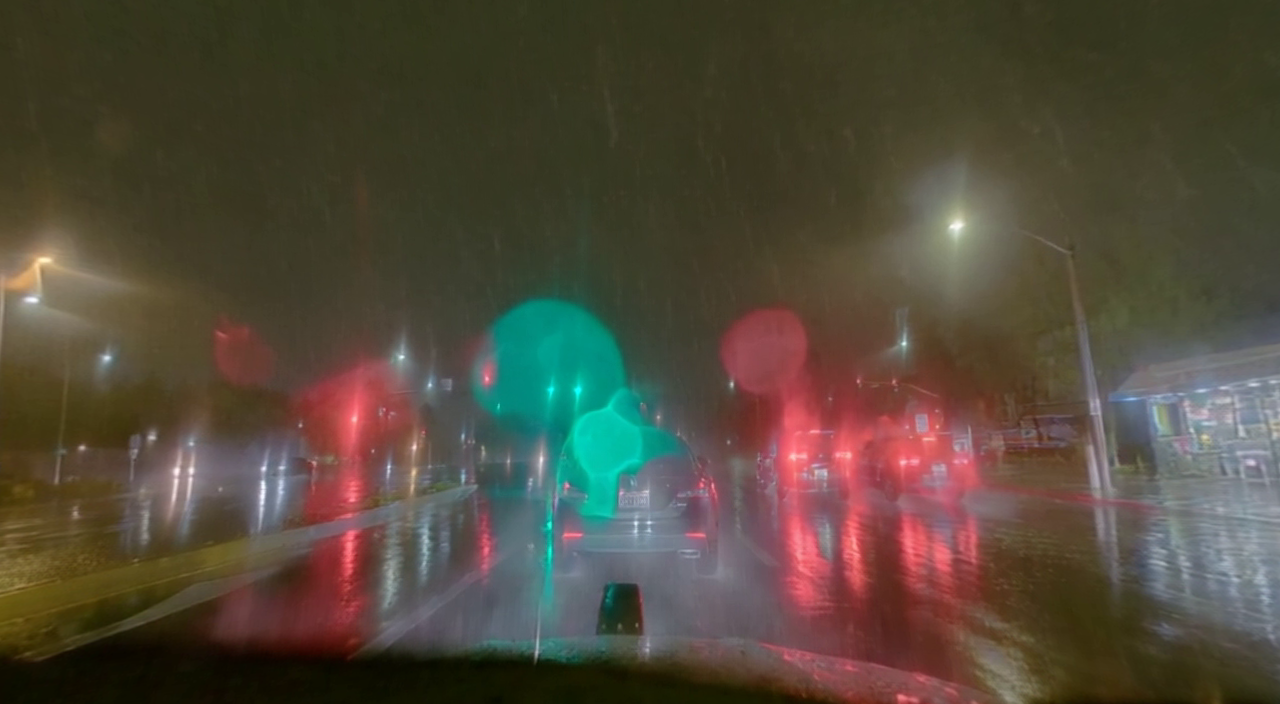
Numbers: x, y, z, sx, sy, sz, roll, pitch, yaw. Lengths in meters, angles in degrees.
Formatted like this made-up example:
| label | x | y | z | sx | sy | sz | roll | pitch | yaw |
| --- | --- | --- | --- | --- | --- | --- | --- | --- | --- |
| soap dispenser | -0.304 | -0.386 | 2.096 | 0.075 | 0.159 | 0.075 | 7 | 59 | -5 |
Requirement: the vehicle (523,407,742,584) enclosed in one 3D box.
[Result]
| label | x | y | z | sx | sy | sz | roll | pitch | yaw |
| --- | --- | --- | --- | --- | --- | --- | --- | --- | --- |
| vehicle | -0.059 | 1.689 | 8.134 | 2.115 | 1.700 | 3.901 | 0 | -8 | 1 |

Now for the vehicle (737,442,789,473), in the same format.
| label | x | y | z | sx | sy | sz | roll | pitch | yaw |
| --- | --- | --- | --- | --- | --- | --- | --- | --- | --- |
| vehicle | 6.307 | 5.462 | 32.711 | 1.961 | 1.477 | 4.454 | 0 | -8 | 2 |

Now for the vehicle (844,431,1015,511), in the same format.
| label | x | y | z | sx | sy | sz | roll | pitch | yaw |
| --- | --- | --- | --- | --- | --- | --- | --- | --- | --- |
| vehicle | 6.768 | 2.824 | 15.428 | 2.072 | 1.652 | 4.611 | 0 | -8 | 1 |

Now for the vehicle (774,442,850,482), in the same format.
| label | x | y | z | sx | sy | sz | roll | pitch | yaw |
| --- | --- | --- | --- | --- | --- | --- | --- | --- | --- |
| vehicle | 6.859 | 4.420 | 25.553 | 1.833 | 1.452 | 4.237 | 0 | -9 | 0 |
